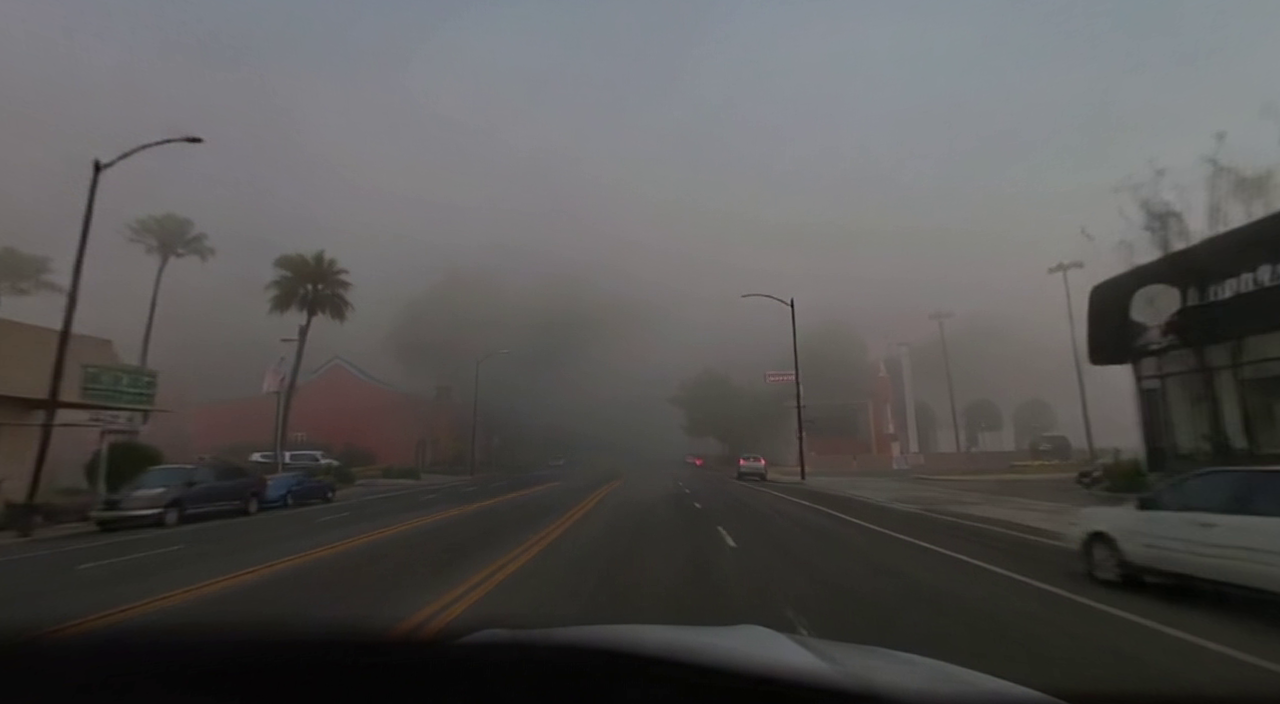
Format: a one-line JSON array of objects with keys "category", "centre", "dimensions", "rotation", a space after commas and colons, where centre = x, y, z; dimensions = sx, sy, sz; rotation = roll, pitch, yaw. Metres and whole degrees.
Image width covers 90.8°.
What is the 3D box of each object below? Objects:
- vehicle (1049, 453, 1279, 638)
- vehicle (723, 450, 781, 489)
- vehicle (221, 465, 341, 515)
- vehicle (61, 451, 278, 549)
[{"category": "vehicle", "centre": [6.283, 1.715, 5.835], "dimensions": [1.932, 1.490, 4.598], "rotation": [0, -8, 0]}, {"category": "vehicle", "centre": [4.736, 5.021, 27.329], "dimensions": [2.067, 1.477, 4.653], "rotation": [-1, -9, 5]}, {"category": "vehicle", "centre": [-12.609, 4.835, 22.545], "dimensions": [1.791, 1.446, 4.368], "rotation": [0, -8, -1]}, {"category": "vehicle", "centre": [-12.428, 3.852, 17.299], "dimensions": [1.949, 2.026, 5.141], "rotation": [1, -7, -1]}]
